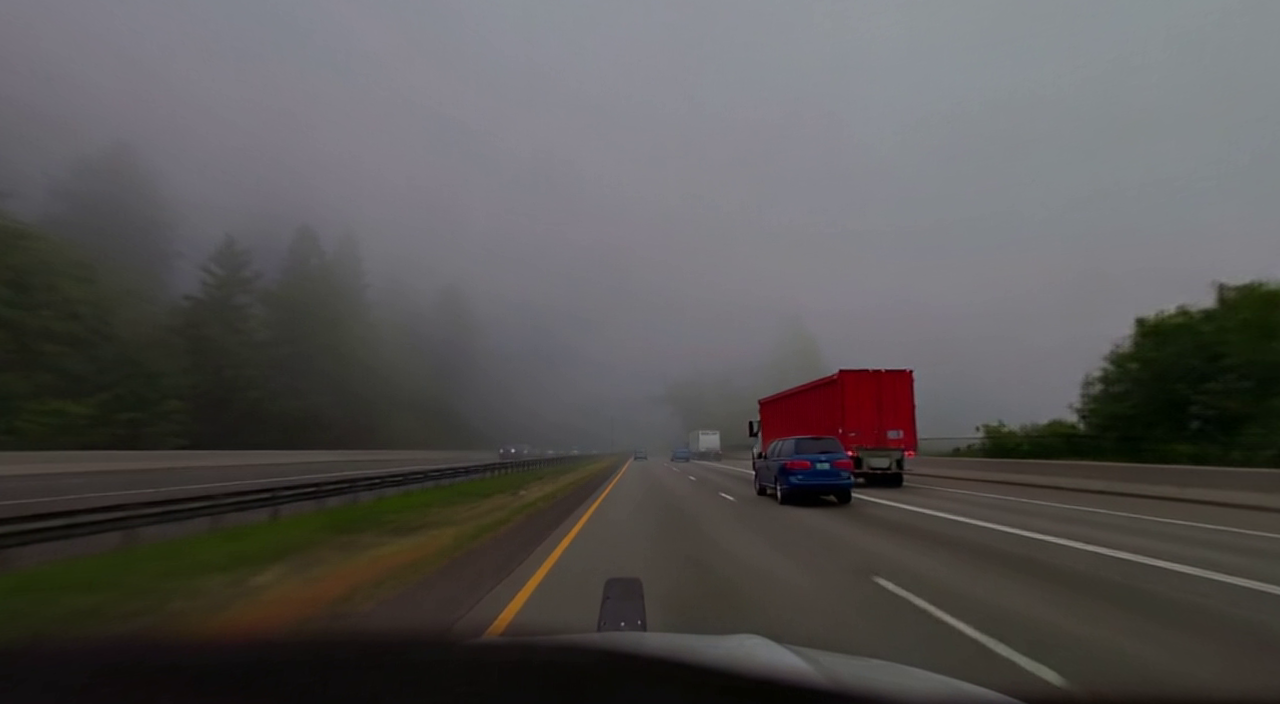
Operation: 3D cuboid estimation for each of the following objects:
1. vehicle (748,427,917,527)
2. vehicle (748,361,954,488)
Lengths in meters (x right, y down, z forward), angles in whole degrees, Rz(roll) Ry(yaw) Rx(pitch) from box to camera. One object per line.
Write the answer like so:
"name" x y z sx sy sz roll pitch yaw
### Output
"vehicle" 3.605 2.421 12.716 2.022 1.658 4.132 0 -9 -1
"vehicle" 8.080 3.574 28.350 3.441 4.016 16.812 0 -9 0
